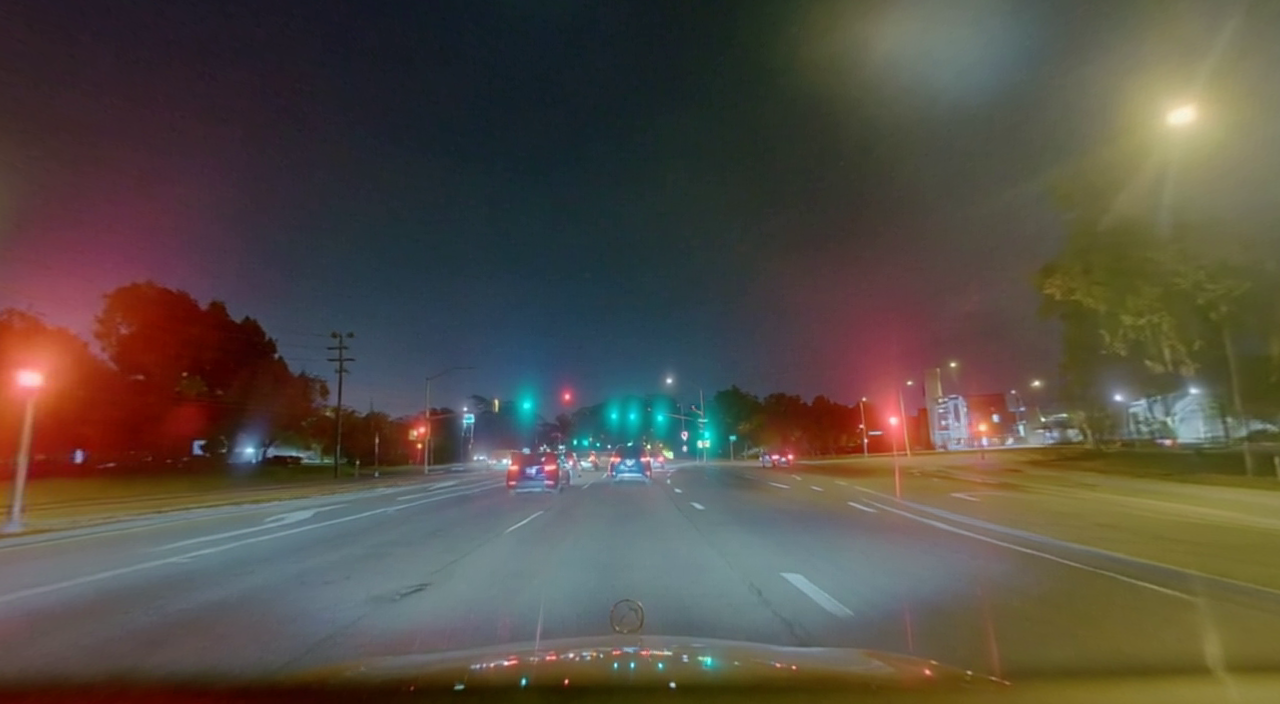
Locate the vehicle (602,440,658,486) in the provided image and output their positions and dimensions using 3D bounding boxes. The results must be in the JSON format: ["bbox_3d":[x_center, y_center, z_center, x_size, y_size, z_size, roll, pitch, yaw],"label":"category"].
[{"bbox_3d":[-0.382,4.806,27.743,2.276,1.850,3.897,0,-8,1],"label":"vehicle"}]

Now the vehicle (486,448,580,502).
[{"bbox_3d":[-3.183,3.756,19.827,2.064,1.464,4.373,0,-8,2],"label":"vehicle"}]
